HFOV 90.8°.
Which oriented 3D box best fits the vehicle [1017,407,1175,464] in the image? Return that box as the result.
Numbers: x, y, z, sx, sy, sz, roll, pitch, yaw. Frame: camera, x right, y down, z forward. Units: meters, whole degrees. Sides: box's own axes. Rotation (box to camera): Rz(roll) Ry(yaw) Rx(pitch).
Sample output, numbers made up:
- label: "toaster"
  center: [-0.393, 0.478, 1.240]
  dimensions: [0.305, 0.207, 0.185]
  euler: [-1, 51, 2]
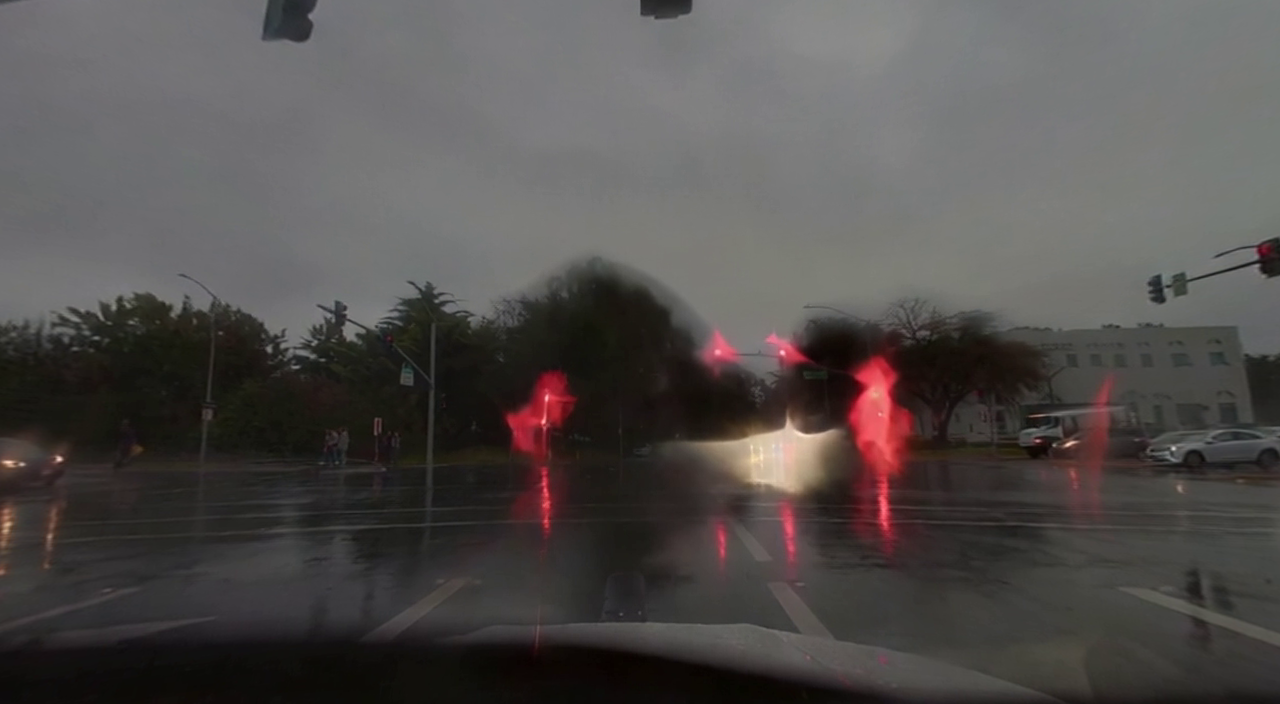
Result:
- label: "vehicle"
  center: [23.055, 4.253, 32.177]
  dimensions: [5.855, 2.746, 2.523]
  euler: [-1, -9, 4]

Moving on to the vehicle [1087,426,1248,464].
- label: "vehicle"
  center: [21.423, 3.819, 25.809]
  dimensions: [4.740, 1.464, 1.876]
  euler: [-1, -9, 3]

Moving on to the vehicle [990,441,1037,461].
- label: "vehicle"
  center: [27.830, 7.384, 47.205]
  dimensions: [1.589, 1.405, 3.633]
  euler: [-1, -9, 7]

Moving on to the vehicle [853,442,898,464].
- label: "vehicle"
  center: [17.663, 7.567, 47.613]
  dimensions: [1.789, 1.557, 4.293]
  euler: [0, -8, 1]
